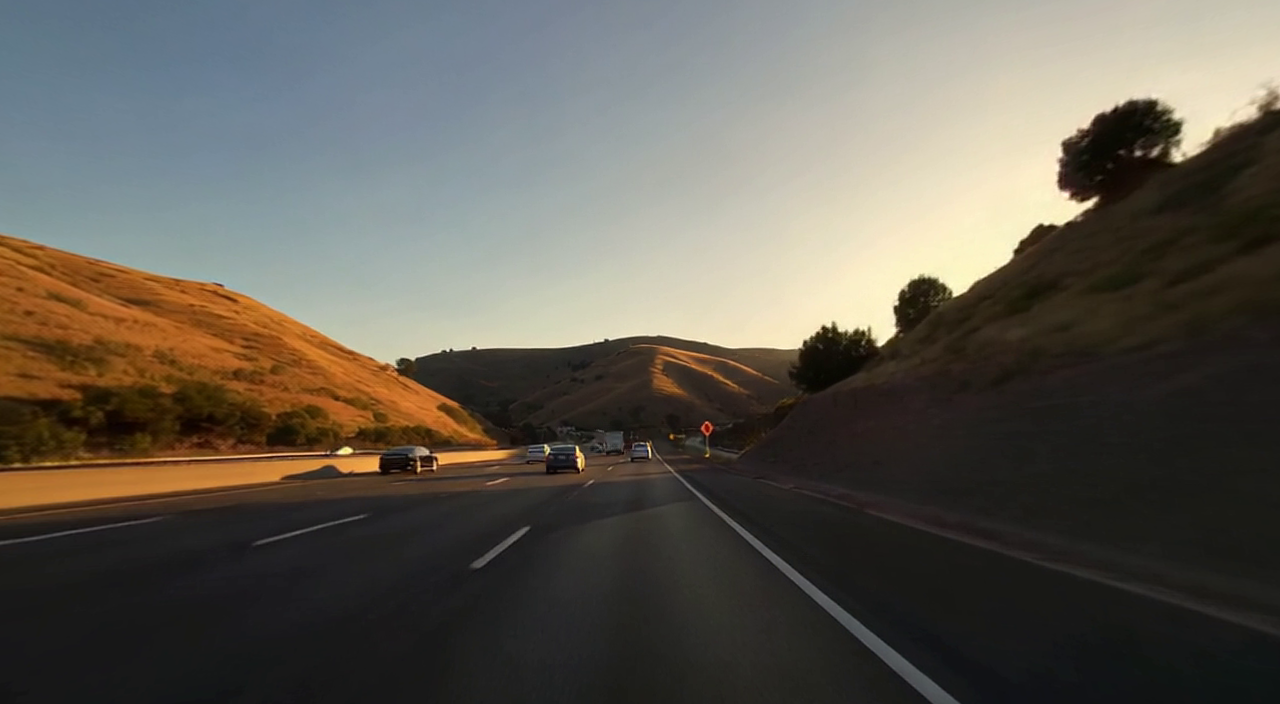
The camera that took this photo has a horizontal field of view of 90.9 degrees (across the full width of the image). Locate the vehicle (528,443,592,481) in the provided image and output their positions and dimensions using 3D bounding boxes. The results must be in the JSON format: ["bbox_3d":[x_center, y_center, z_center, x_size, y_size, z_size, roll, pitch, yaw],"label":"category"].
[{"bbox_3d":[-3.352,4.719,27.448,2.080,1.505,4.649,-1,-8,1],"label":"vehicle"}]

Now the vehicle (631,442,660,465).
[{"bbox_3d":[0.433,7.680,47.929,2.138,1.674,4.044,-1,-8,1],"label":"vehicle"}]

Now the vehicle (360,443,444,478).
[{"bbox_3d":[-10.952,5.016,29.455,1.945,1.466,4.947,-1,-8,1],"label":"vehicle"}]
